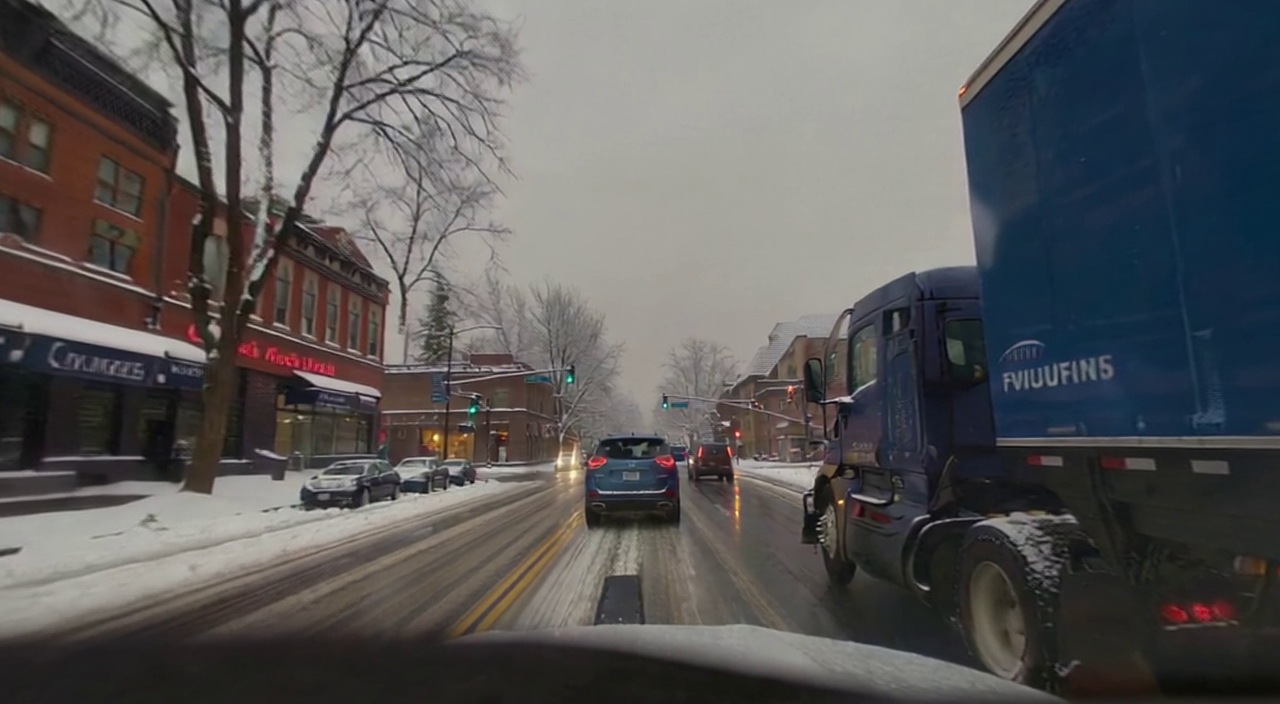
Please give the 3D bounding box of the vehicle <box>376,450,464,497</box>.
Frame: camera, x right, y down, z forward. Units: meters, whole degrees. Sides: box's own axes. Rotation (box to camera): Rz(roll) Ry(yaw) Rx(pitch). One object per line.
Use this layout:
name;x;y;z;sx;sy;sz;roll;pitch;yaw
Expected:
vehicle;-8.844;4.870;25.805;2.084;1.686;4.422;0;-8;-1

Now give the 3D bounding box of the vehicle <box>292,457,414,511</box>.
vehicle;-8.740;4.027;19.715;1.805;1.379;4.359;0;-8;-1

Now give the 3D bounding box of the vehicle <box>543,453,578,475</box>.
vehicle;-5.794;8.184;46.551;1.947;1.462;4.640;-1;-8;1

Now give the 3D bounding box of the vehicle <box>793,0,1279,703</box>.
vehicle;3.136;-0.110;2.088;2.913;3.771;9.716;0;-8;1

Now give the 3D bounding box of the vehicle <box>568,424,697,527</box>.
vehicle;-0.122;2.525;13.502;2.283;1.783;4.548;0;-8;0

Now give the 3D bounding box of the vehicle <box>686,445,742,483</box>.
vehicle;3.459;5.336;30.476;2.159;1.696;4.316;0;-8;0
